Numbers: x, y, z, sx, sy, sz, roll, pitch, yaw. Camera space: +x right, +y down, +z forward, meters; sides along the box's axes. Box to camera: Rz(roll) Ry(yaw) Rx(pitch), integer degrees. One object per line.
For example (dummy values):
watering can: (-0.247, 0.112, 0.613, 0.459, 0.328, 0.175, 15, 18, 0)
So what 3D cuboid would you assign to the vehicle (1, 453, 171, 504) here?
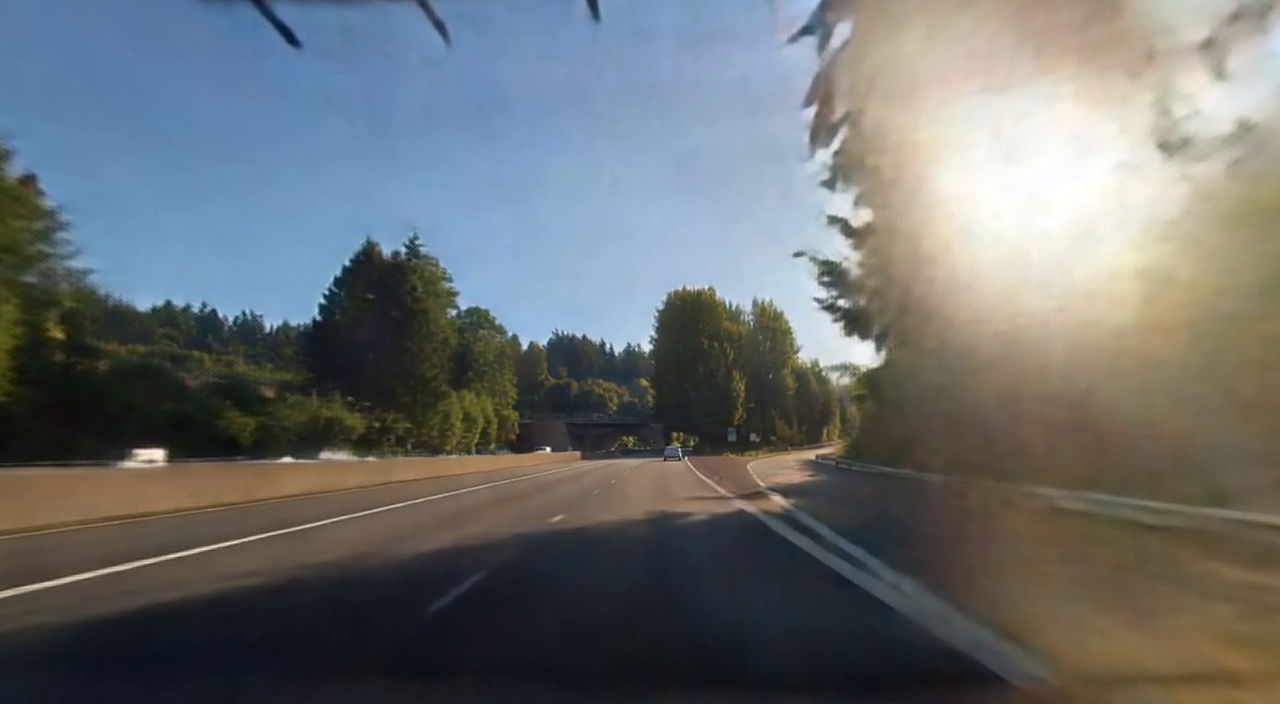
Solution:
vehicle: (-18.210, 4.142, 21.036, 1.993, 1.503, 3.964, 0, -9, 1)

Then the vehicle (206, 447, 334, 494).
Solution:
vehicle: (-13.873, 4.454, 24.019, 1.996, 1.606, 4.535, 0, -9, 2)
